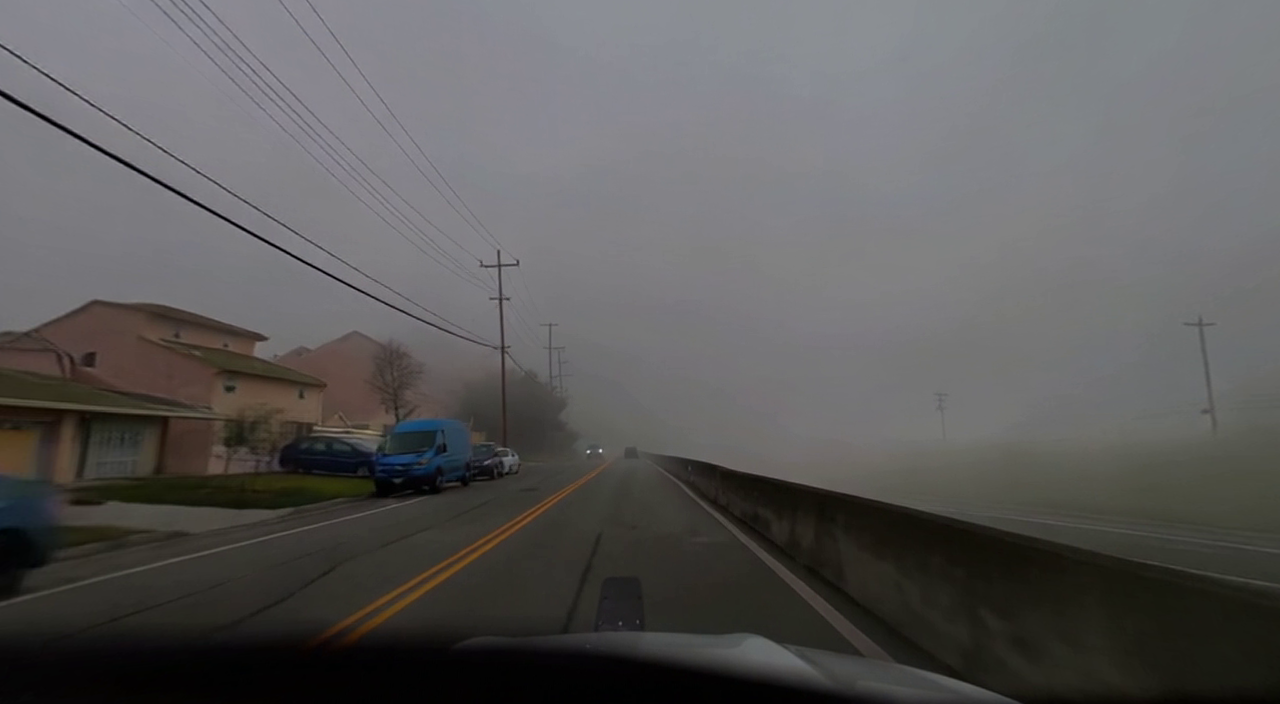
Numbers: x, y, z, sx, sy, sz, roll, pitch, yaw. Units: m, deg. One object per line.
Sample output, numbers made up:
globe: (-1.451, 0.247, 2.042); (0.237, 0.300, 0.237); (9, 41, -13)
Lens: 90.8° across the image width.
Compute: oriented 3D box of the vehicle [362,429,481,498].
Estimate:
vehicle: (-7.518, 3.882, 22.475); (2.335, 2.136, 5.328); (0, -9, -1)

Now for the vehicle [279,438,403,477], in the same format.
vehicle: (-12.707, 4.517, 27.126); (4.334, 1.590, 2.006); (1, -9, -8)
